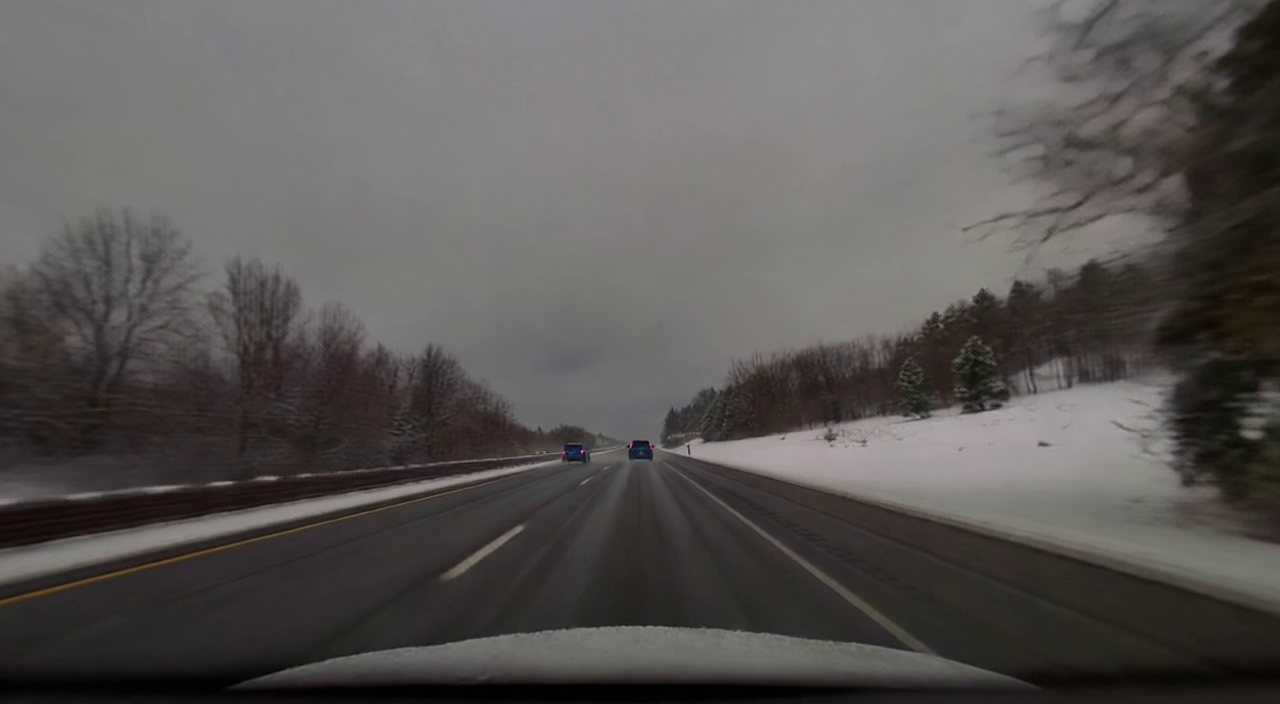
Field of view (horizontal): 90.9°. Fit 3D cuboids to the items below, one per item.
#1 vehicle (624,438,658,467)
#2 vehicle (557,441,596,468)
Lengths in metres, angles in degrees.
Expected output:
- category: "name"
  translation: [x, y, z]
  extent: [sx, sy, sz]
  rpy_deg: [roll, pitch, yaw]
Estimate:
- category: "vehicle"
  translation: [0.056, 6.593, 41.338]
  extent: [2.126, 1.786, 3.958]
  rpy_deg: [0, -9, -1]
- category: "vehicle"
  translation: [-4.200, 6.841, 42.185]
  extent: [2.113, 1.656, 4.215]
  rpy_deg: [0, -9, 0]
